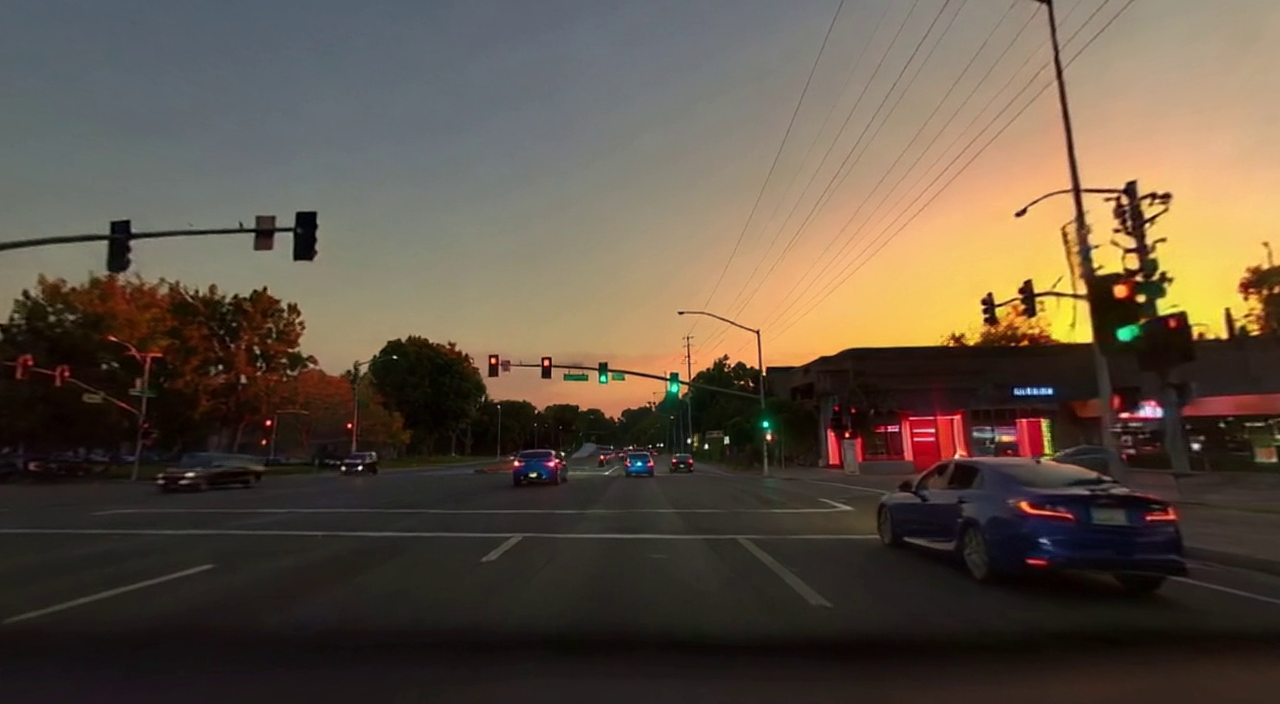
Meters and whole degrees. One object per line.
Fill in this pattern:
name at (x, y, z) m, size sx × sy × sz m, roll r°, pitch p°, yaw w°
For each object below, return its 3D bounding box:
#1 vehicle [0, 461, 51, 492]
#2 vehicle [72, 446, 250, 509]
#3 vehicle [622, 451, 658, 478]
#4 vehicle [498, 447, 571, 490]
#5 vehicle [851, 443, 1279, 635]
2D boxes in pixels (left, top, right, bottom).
vehicle at (-37.059, 7.200, 36.574) m, size 3.931 × 1.653 × 2.134 m, roll -1°, pitch -9°, yaw 7°
vehicle at (-13.990, 3.636, 18.861) m, size 1.987 × 1.641 × 4.185 m, roll 0°, pitch -9°, yaw 0°
vehicle at (-0.016, 6.796, 38.407) m, size 2.072 × 1.473 × 4.139 m, roll 0°, pitch -8°, yaw -1°
vehicle at (-4.135, 4.638, 25.563) m, size 2.035 × 1.564 × 4.702 m, roll 0°, pitch -9°, yaw 1°
vehicle at (4.417, 1.836, 7.471) m, size 2.119 × 1.479 × 4.910 m, roll 0°, pitch -8°, yaw 0°
